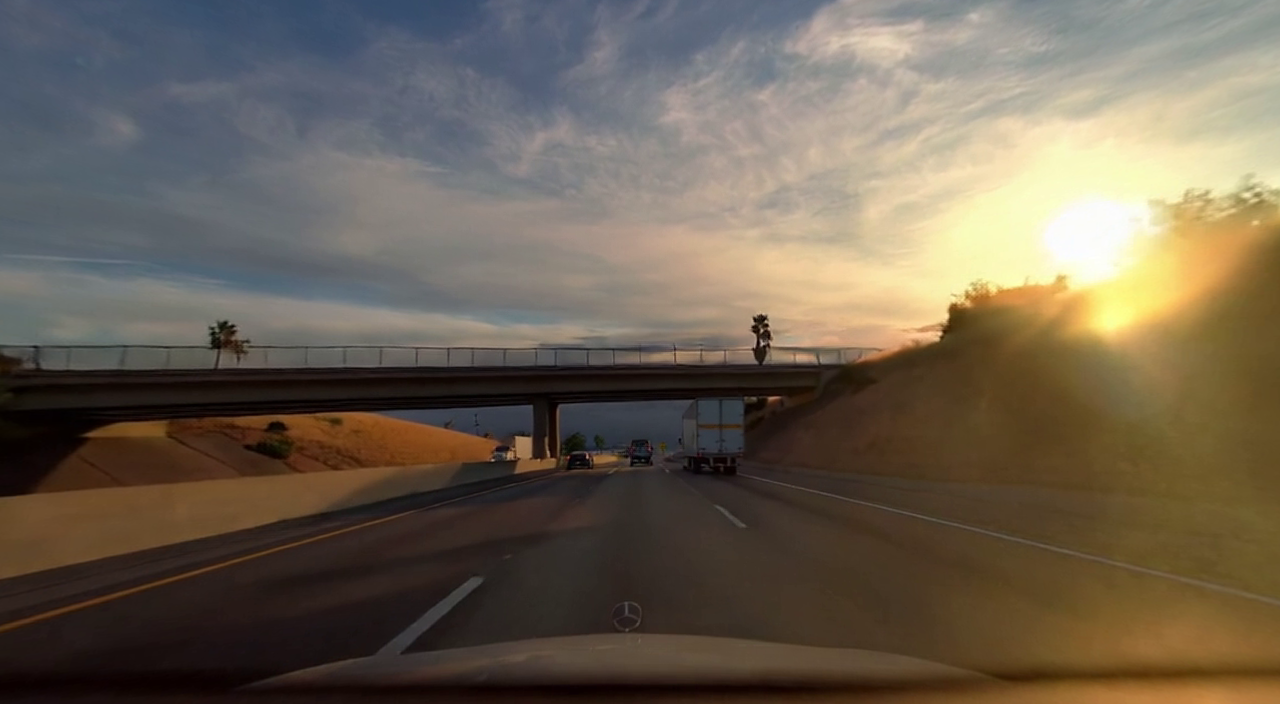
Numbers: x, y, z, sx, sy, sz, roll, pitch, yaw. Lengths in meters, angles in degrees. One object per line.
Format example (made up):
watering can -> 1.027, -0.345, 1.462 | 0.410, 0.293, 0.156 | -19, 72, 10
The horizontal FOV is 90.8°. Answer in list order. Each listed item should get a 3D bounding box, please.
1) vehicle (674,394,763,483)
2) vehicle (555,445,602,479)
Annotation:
vehicle -> 4.048, 5.247, 37.291 | 3.131, 4.037, 16.729 | 0, -9, 0
vehicle -> -3.122, 5.710, 32.874 | 2.007, 1.647, 3.854 | 0, -9, 1
